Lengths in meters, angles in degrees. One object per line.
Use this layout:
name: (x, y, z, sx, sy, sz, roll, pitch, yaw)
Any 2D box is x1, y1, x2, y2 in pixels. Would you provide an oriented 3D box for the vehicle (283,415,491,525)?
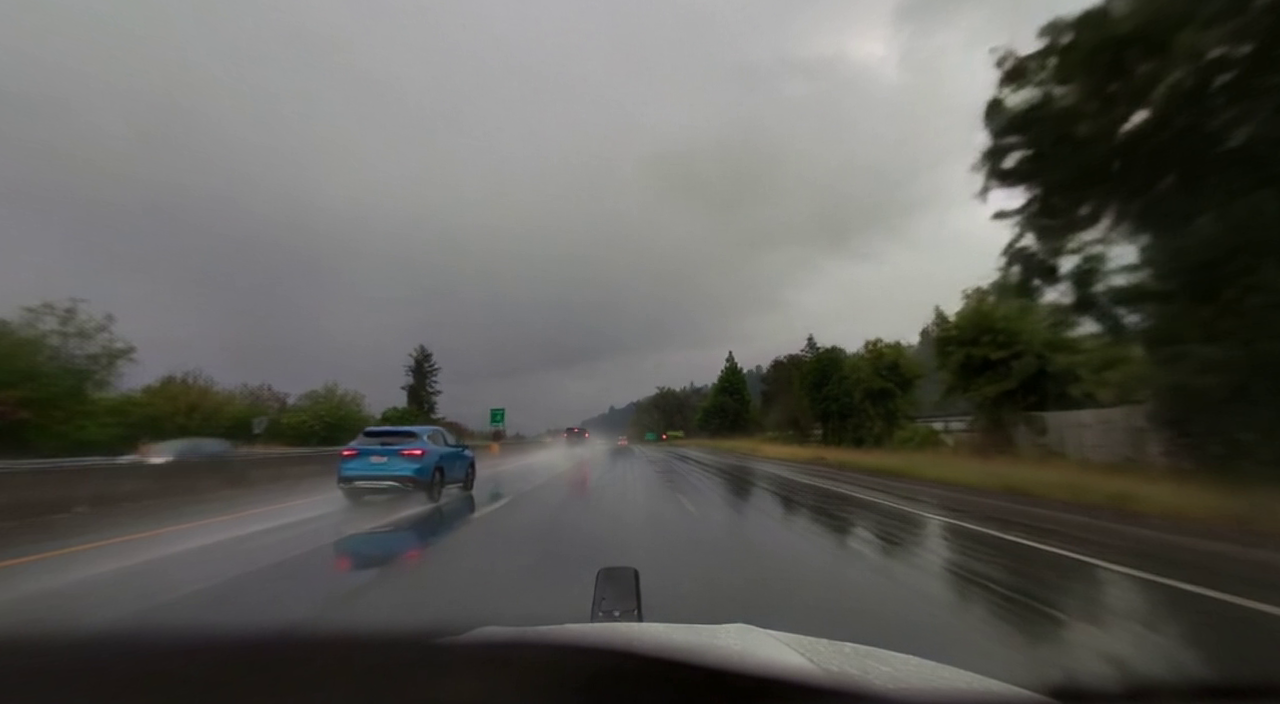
vehicle: (-4.364, 2.082, 11.813, 2.070, 1.647, 4.577, 0, -8, -1)

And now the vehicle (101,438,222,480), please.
vehicle: (-17.616, 3.931, 23.364, 1.794, 1.408, 3.420, 0, -8, -1)

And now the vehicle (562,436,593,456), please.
vehicle: (-4.910, 7.421, 49.672, 2.063, 1.496, 4.225, 0, -8, -1)
